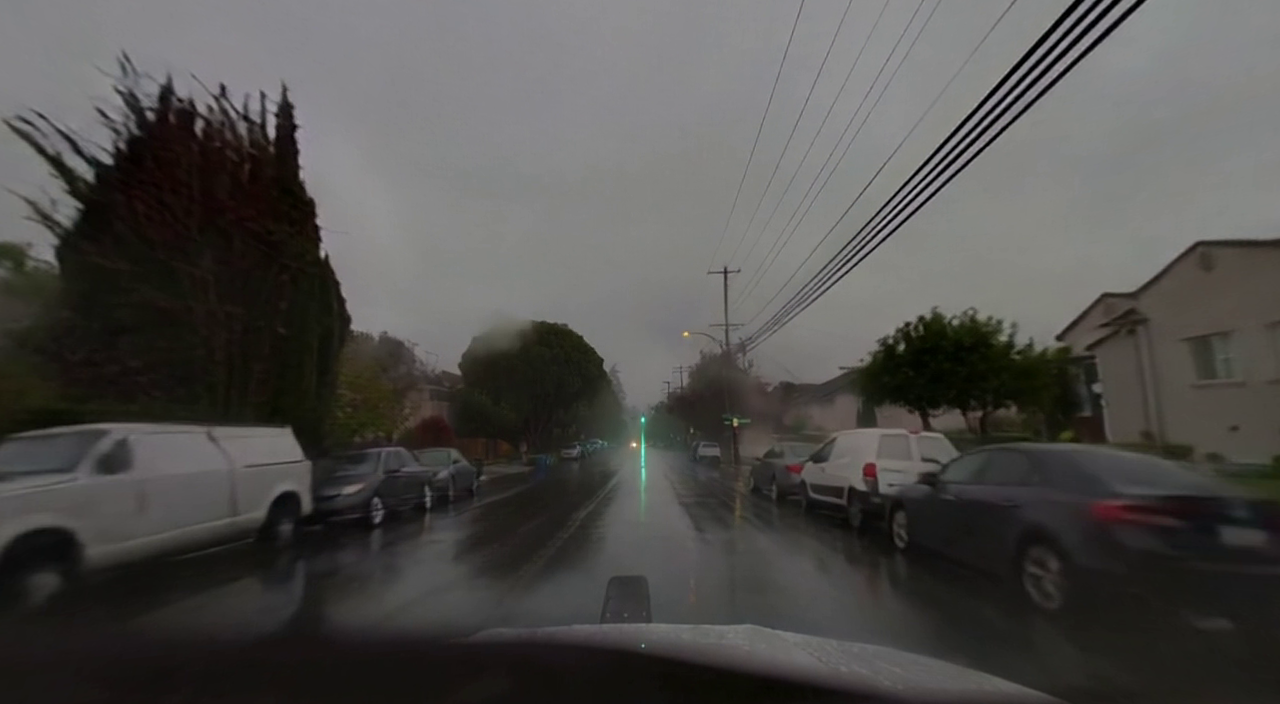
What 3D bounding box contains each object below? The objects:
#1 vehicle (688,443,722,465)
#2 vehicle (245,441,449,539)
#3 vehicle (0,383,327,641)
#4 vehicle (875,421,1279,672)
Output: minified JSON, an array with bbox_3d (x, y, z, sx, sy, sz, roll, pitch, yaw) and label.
[{"bbox_3d":[4.413,6.946,43.106,1.851,1.438,4.177,0,-8,0],"label":"vehicle"},{"bbox_3d":[-5.345,2.515,12.321,1.904,1.504,4.530,0,-8,-1],"label":"vehicle"},{"bbox_3d":[-5.743,1.458,6.666,2.052,1.916,5.084,0,-8,2],"label":"vehicle"},{"bbox_3d":[4.072,1.502,6.094,1.830,1.491,4.453,0,-8,-1],"label":"vehicle"}]
